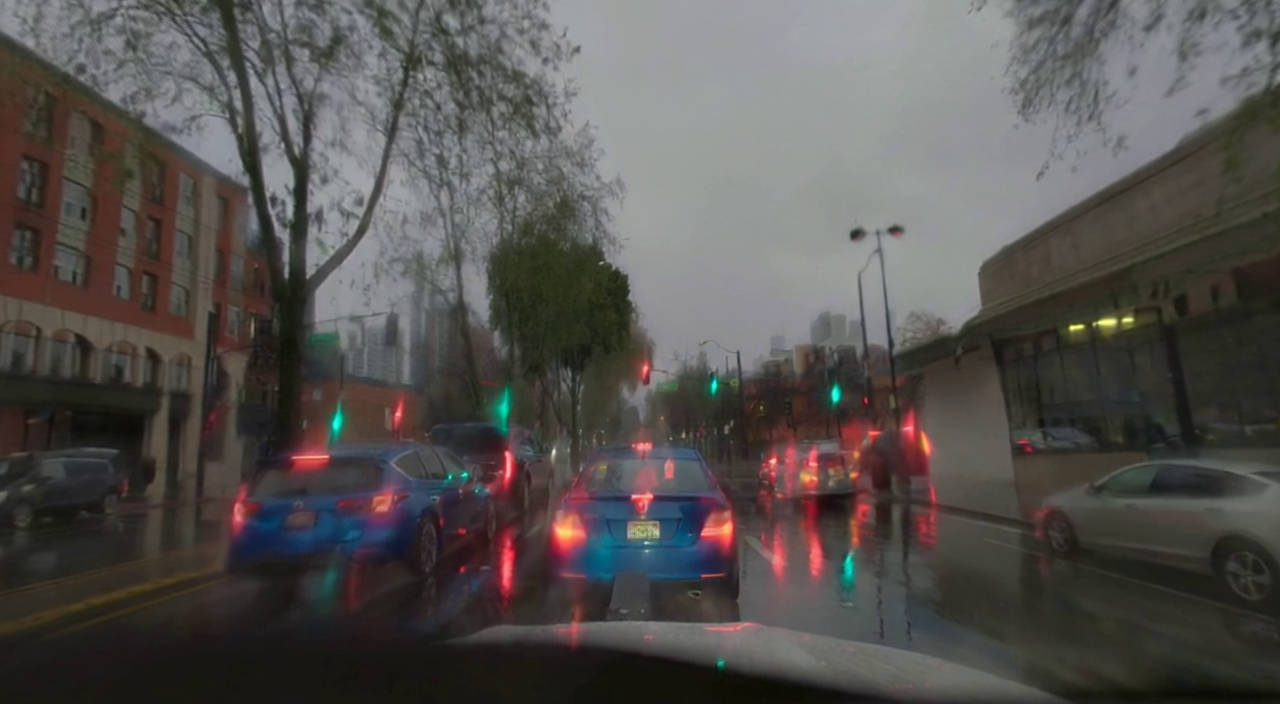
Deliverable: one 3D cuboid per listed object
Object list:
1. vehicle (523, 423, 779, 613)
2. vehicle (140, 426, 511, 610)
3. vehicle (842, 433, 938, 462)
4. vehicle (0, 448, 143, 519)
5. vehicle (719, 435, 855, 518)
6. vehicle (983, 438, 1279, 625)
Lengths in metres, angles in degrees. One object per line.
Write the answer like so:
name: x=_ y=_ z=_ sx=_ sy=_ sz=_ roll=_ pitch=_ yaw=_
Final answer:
vehicle: x=0.084 y=1.589 z=6.837 sx=2.022 sy=1.481 sz=3.564 roll=0 pitch=-9 yaw=0
vehicle: x=-3.010 y=1.680 z=7.288 sx=2.131 sy=1.486 sz=4.089 roll=0 pitch=-9 yaw=1
vehicle: x=16.363 y=6.266 z=41.524 sx=5.345 sy=1.811 sz=2.175 roll=0 pitch=-9 yaw=-1
vehicle: x=-16.235 y=3.446 z=17.018 sx=1.914 sy=1.690 sz=4.461 roll=0 pitch=-9 yaw=1
vehicle: x=2.991 y=2.617 z=13.775 sx=2.018 sy=1.529 sz=3.880 roll=0 pitch=-9 yaw=0
vehicle: x=5.966 y=1.697 z=6.886 sx=1.873 sy=1.453 sz=4.579 roll=0 pitch=-9 yaw=0
